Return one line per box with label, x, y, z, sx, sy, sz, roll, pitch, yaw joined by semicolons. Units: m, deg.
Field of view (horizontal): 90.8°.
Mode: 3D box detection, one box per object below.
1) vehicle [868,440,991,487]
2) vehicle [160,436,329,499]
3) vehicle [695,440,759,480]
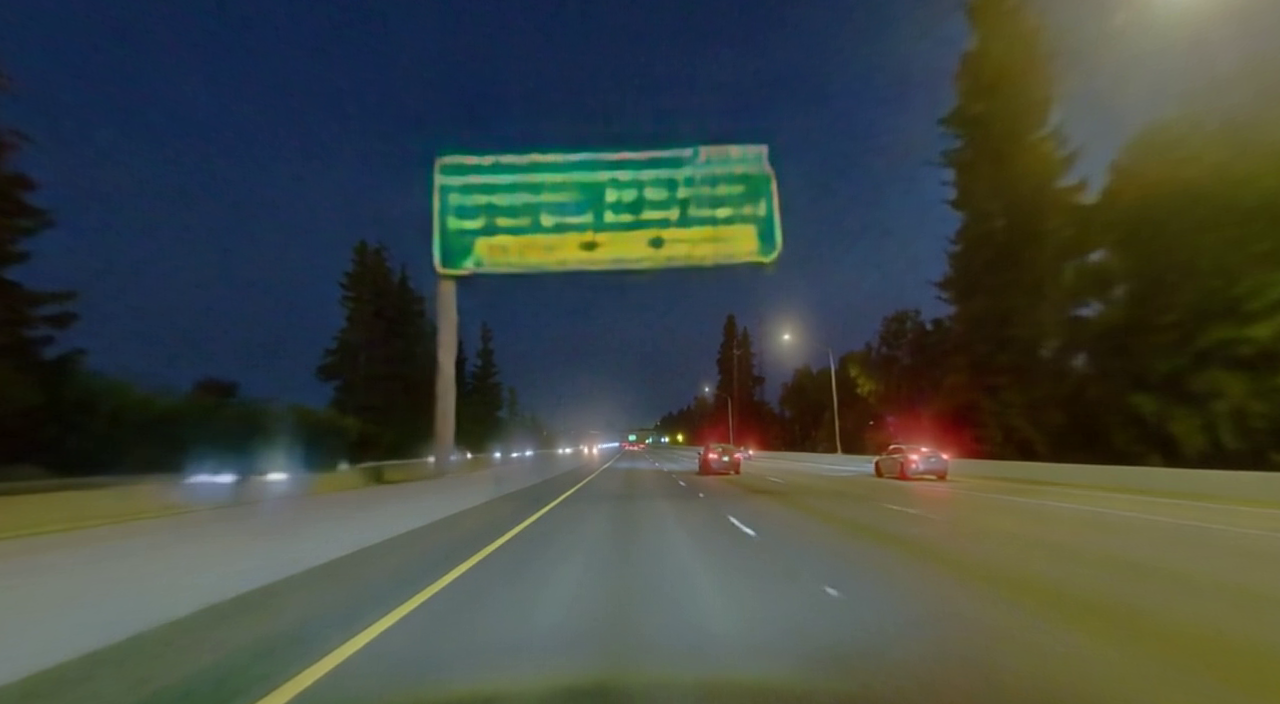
vehicle;10.321;4.010;23.073;1.987;1.502;5.130;0;-9;-1
vehicle;-11.308;3.322;18.560;2.001;1.604;4.568;0;-9;0
vehicle;3.660;4.648;27.396;2.018;1.600;4.121;0;-9;-2
